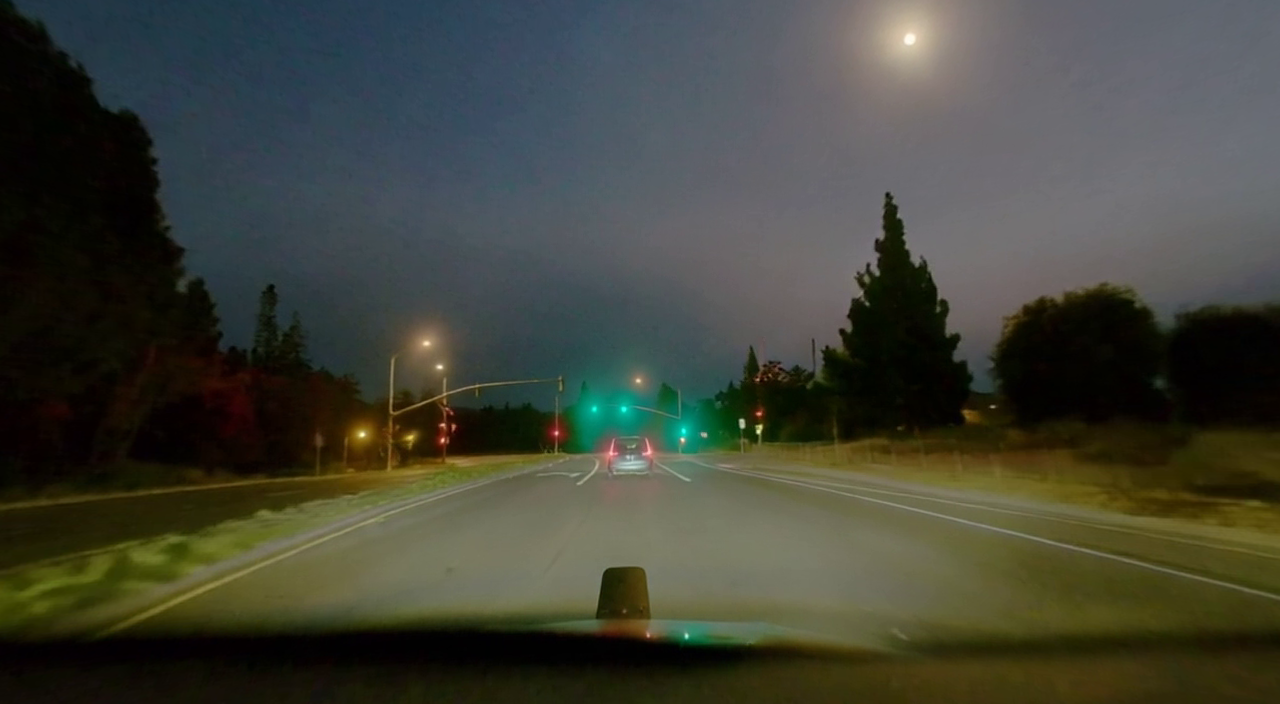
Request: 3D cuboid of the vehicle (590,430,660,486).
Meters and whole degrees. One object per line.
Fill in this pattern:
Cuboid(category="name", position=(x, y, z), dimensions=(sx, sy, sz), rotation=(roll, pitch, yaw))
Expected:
Cuboid(category="vehicle", position=(-0.513, 3.648, 21.994), dimensions=(2.192, 1.734, 4.176), rotation=(0, -9, -1))
